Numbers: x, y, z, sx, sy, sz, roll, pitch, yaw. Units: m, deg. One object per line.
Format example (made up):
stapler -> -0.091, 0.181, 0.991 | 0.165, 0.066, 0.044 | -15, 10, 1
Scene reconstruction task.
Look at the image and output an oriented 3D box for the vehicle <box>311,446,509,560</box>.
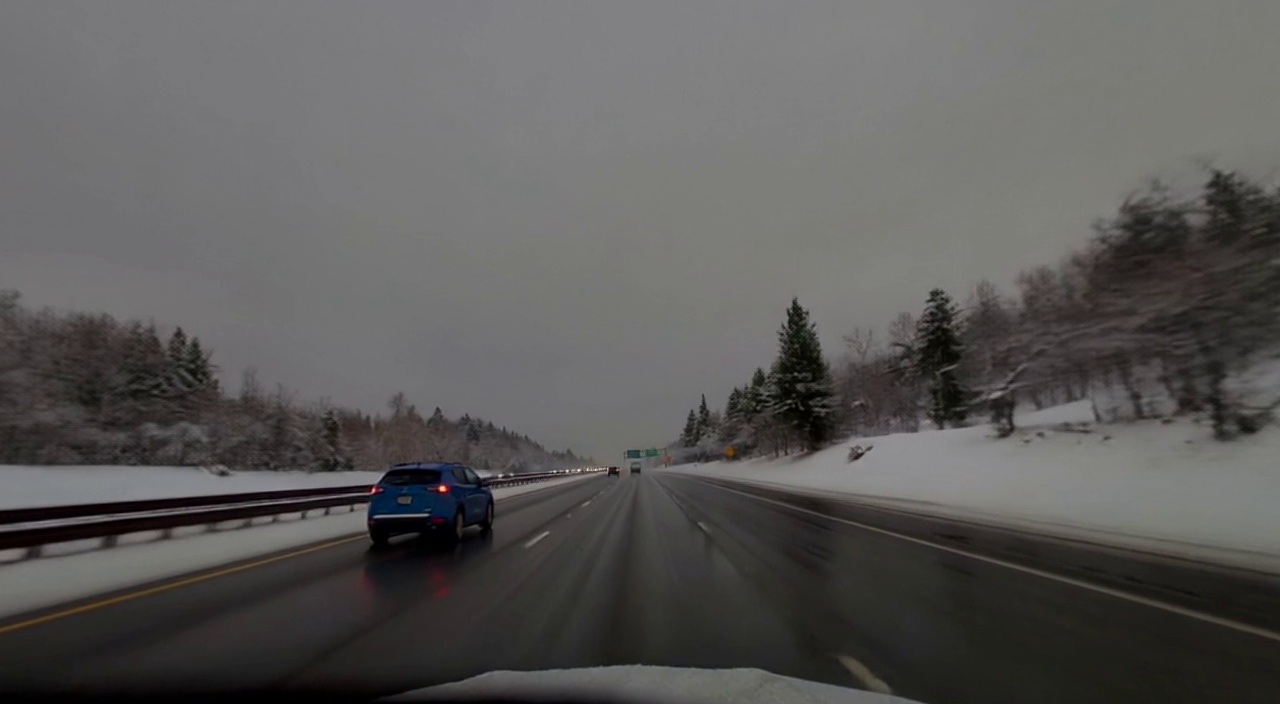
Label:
vehicle -> -3.619, 2.468, 10.815 | 1.797, 1.532, 4.072 | 1, -10, 0
